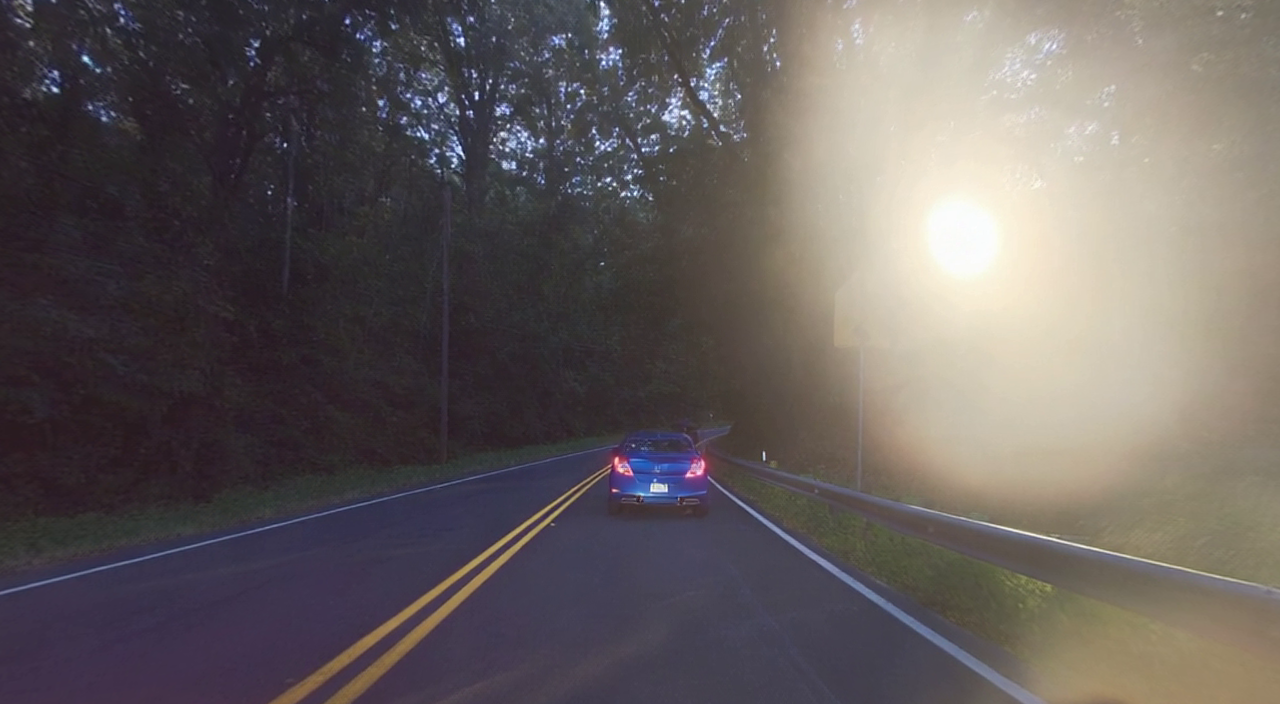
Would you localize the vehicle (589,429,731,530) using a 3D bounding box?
[{"bbox_3d":[0.320,2.255,11.671,2.187,1.533,3.726,0,-8,0],"label":"vehicle"}]
